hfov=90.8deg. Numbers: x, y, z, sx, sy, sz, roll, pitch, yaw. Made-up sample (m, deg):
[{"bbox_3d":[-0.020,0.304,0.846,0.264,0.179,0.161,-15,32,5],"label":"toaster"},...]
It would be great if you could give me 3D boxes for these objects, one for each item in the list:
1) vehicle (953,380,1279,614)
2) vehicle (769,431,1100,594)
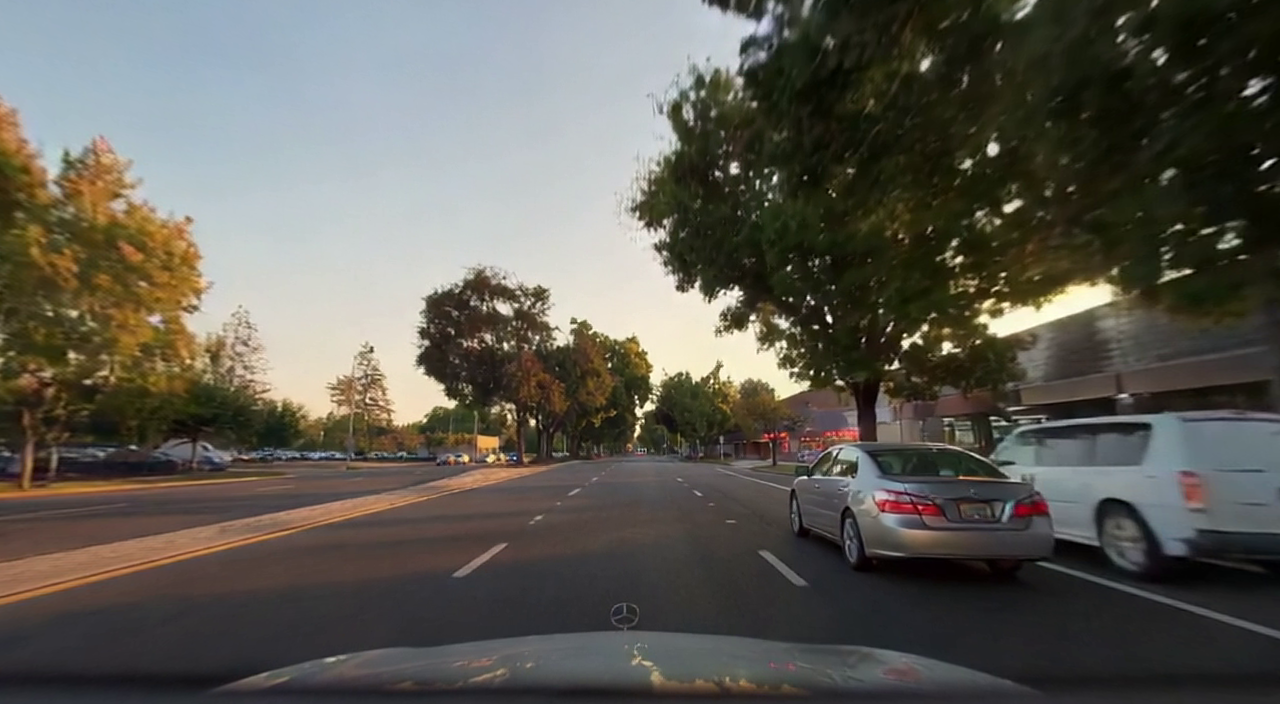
[{"bbox_3d":[6.799,1.691,8.432,2.311,2.085,5.422,0,-8,-1],"label":"vehicle"},{"bbox_3d":[3.193,1.821,8.150,2.004,1.470,4.544,0,-8,-1],"label":"vehicle"}]
